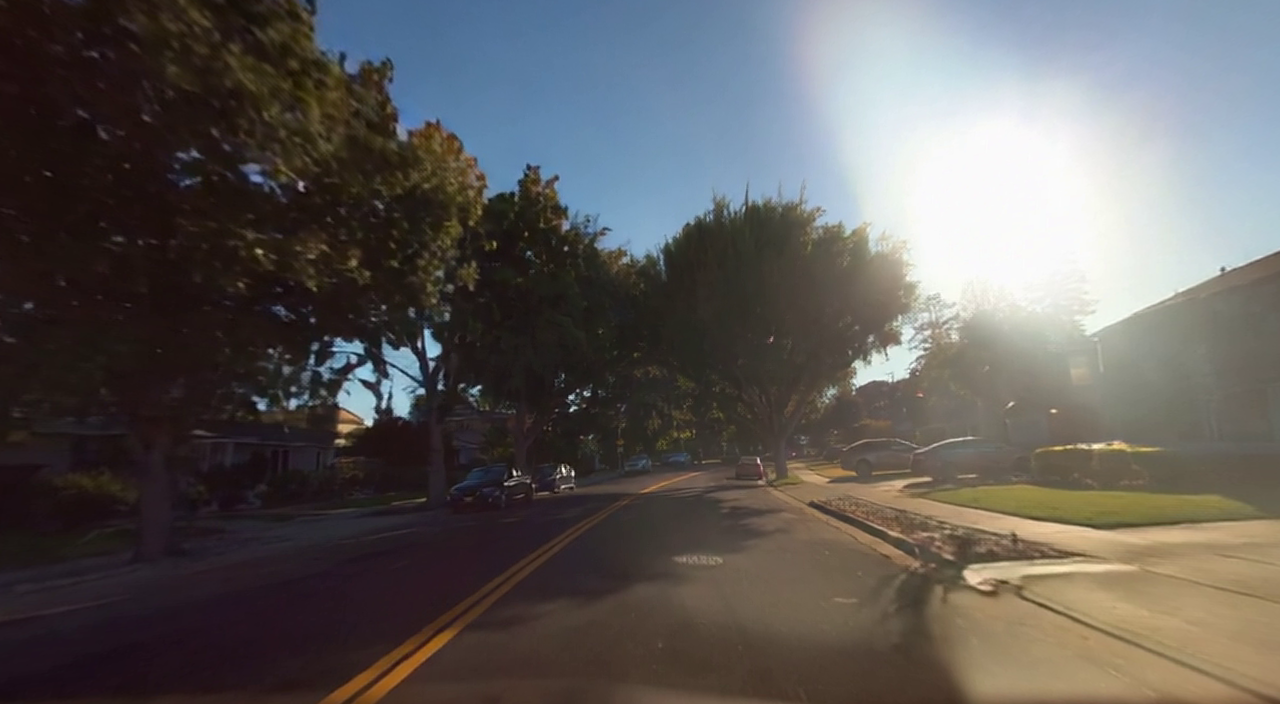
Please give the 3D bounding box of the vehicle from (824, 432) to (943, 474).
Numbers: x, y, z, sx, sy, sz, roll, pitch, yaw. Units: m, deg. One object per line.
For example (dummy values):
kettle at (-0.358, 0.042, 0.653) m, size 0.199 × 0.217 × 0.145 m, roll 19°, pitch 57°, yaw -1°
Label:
vehicle at (11.677, 4.901, 30.626) m, size 5.009 × 1.906 × 2.046 m, roll -2°, pitch -9°, yaw 11°

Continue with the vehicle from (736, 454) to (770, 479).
vehicle at (7.320, 7.366, 40.976) m, size 1.972 × 1.460 × 4.137 m, roll -2°, pitch -9°, yaw 10°

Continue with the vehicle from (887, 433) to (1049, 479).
vehicle at (11.813, 3.778, 23.016) m, size 4.744 × 1.507 × 1.953 m, roll -1°, pitch -9°, yaw 3°

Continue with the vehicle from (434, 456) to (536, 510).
vehicle at (-4.873, 4.339, 20.522) m, size 1.886 × 1.494 × 4.149 m, roll -2°, pitch -15°, yaw 6°

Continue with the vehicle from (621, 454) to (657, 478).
vehicle at (-0.025, 8.893, 49.017) m, size 2.005 × 1.557 × 4.172 m, roll -3°, pitch -14°, yaw 11°

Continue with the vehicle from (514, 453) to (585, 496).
vehicle at (-3.864, 5.446, 27.784) m, size 1.972 × 1.536 × 4.347 m, roll -3°, pitch -15°, yaw 7°
